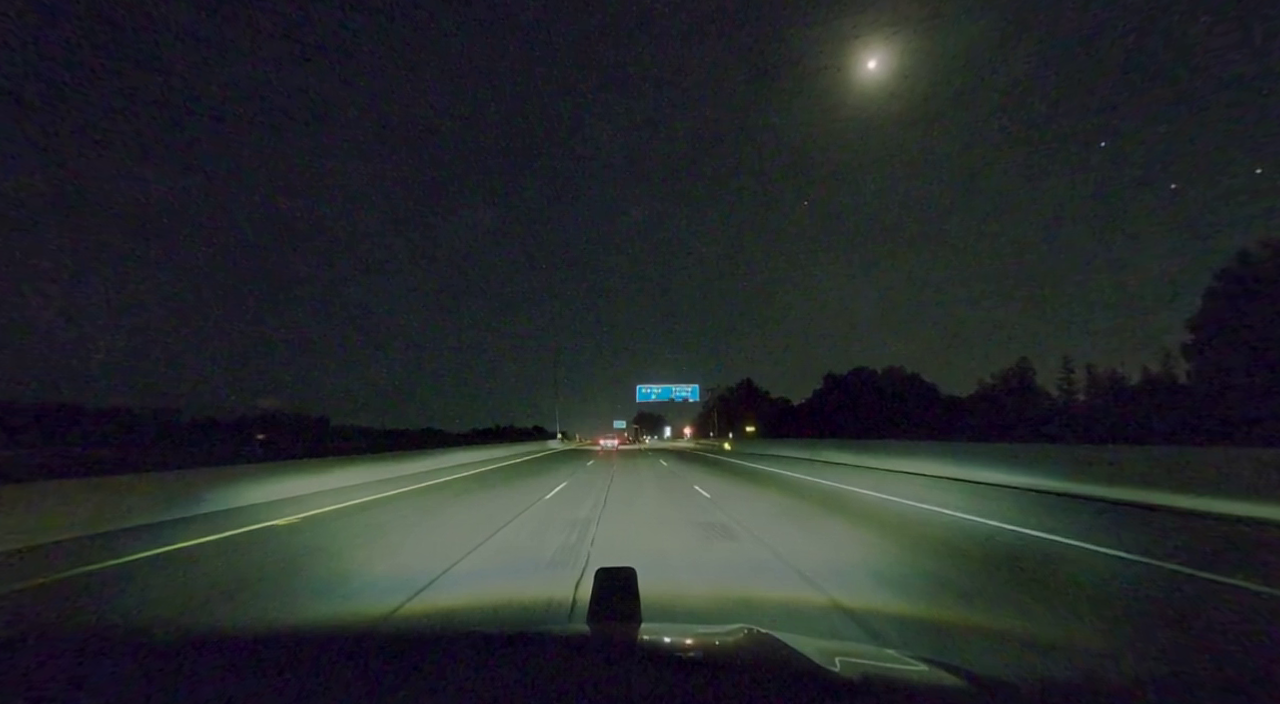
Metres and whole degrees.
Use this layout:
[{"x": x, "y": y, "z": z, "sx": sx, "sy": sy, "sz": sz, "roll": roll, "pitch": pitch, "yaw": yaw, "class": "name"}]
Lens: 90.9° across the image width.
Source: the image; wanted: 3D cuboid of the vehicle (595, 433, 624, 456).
[{"x": -2.135, "y": 6.547, "z": 44.617, "sx": 1.993, "sy": 1.519, "sz": 4.046, "roll": 0, "pitch": -8, "yaw": -2, "class": "vehicle"}]
